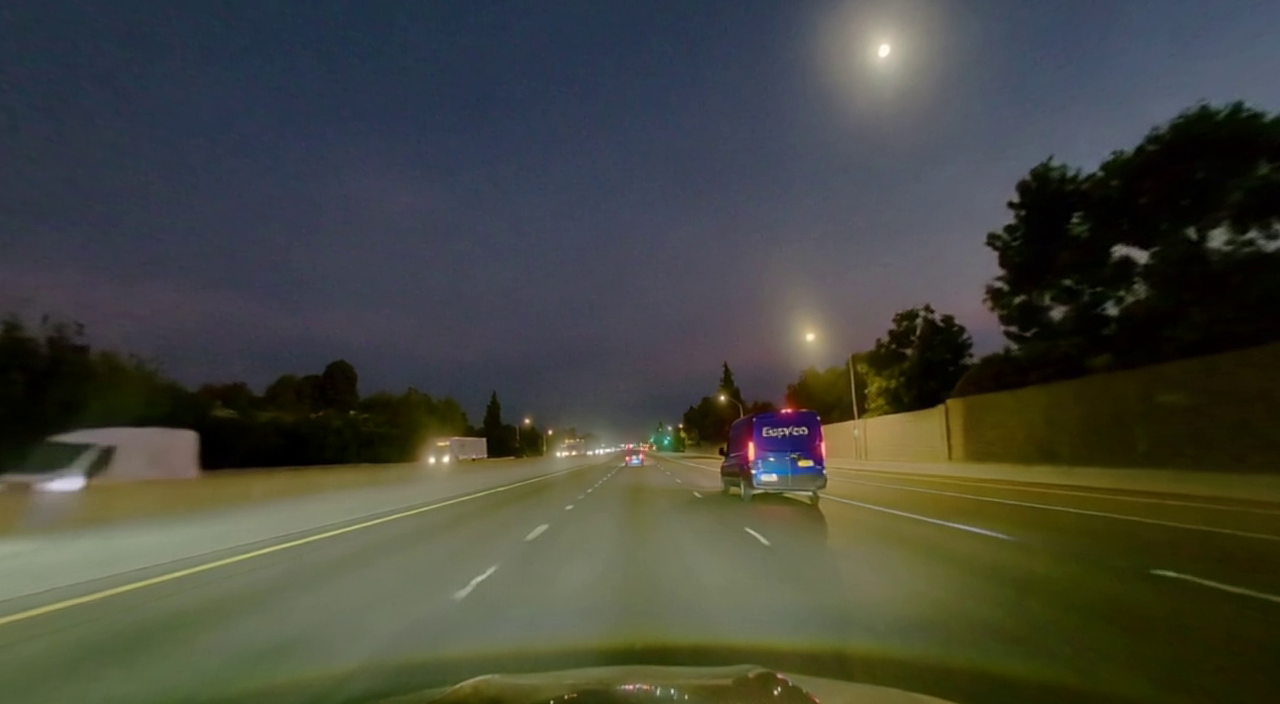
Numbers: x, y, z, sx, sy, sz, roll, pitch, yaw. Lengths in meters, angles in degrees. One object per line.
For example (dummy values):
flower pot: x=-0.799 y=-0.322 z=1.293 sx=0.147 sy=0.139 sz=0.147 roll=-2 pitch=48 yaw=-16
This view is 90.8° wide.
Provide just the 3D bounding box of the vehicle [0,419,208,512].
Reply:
vehicle: x=-15.550 y=3.173 z=18.054 sx=2.275 sy=2.221 sz=5.772 roll=0 pitch=-9 yaw=0

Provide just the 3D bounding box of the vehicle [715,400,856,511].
vehicle: x=3.731 y=2.863 z=17.686 sx=2.373 sy=2.561 sz=5.922 roll=0 pitch=-9 yaw=-1

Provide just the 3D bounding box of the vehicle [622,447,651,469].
vehicle: x=-0.266 y=8.228 z=49.086 sx=2.168 sy=1.653 sz=4.307 roll=0 pitch=-9 yaw=0
